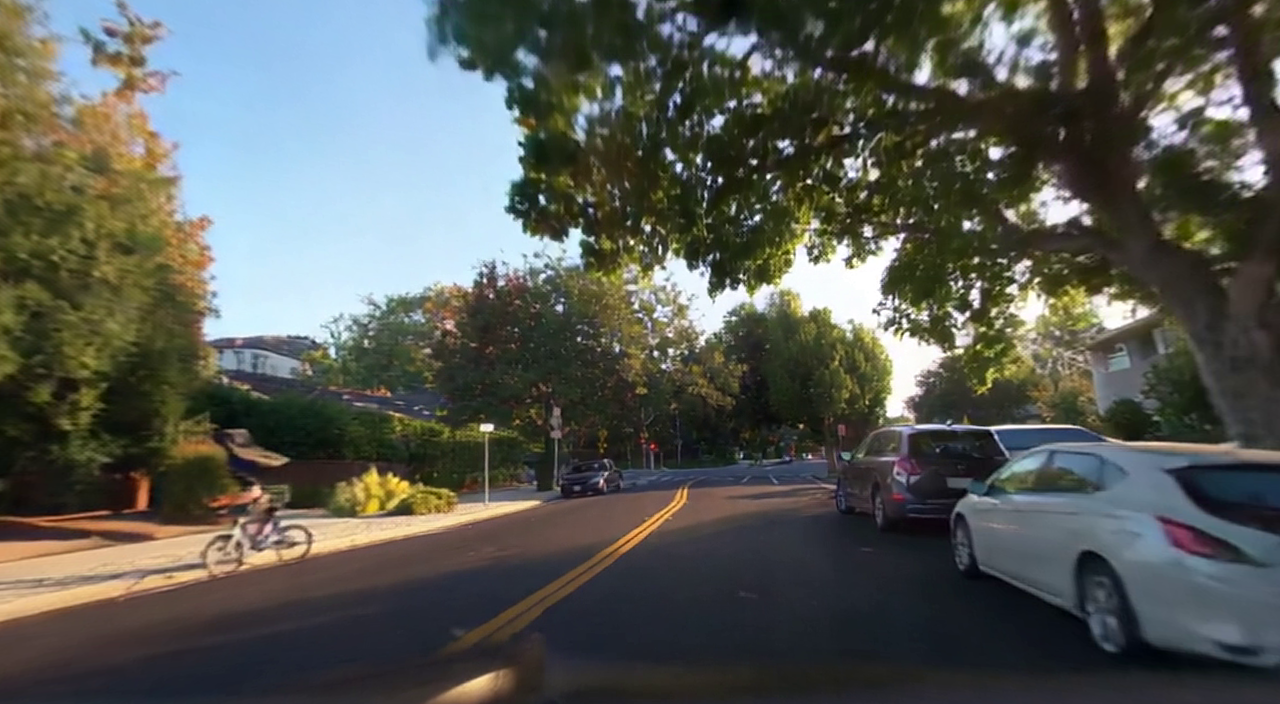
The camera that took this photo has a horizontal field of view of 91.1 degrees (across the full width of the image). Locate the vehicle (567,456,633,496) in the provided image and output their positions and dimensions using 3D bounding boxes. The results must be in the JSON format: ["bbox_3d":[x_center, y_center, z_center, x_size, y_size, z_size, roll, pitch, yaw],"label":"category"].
[{"bbox_3d":[-1.708,5.555,28.450,2.033,1.456,4.370,-4,-9,9],"label":"vehicle"}]

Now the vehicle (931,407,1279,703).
[{"bbox_3d":[4.270,1.406,5.221,2.242,1.661,4.273,-1,-8,10],"label":"vehicle"}]

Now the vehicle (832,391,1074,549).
[{"bbox_3d":[5.488,2.231,12.195,2.624,2.227,5.508,1,-10,9],"label":"vehicle"}]
